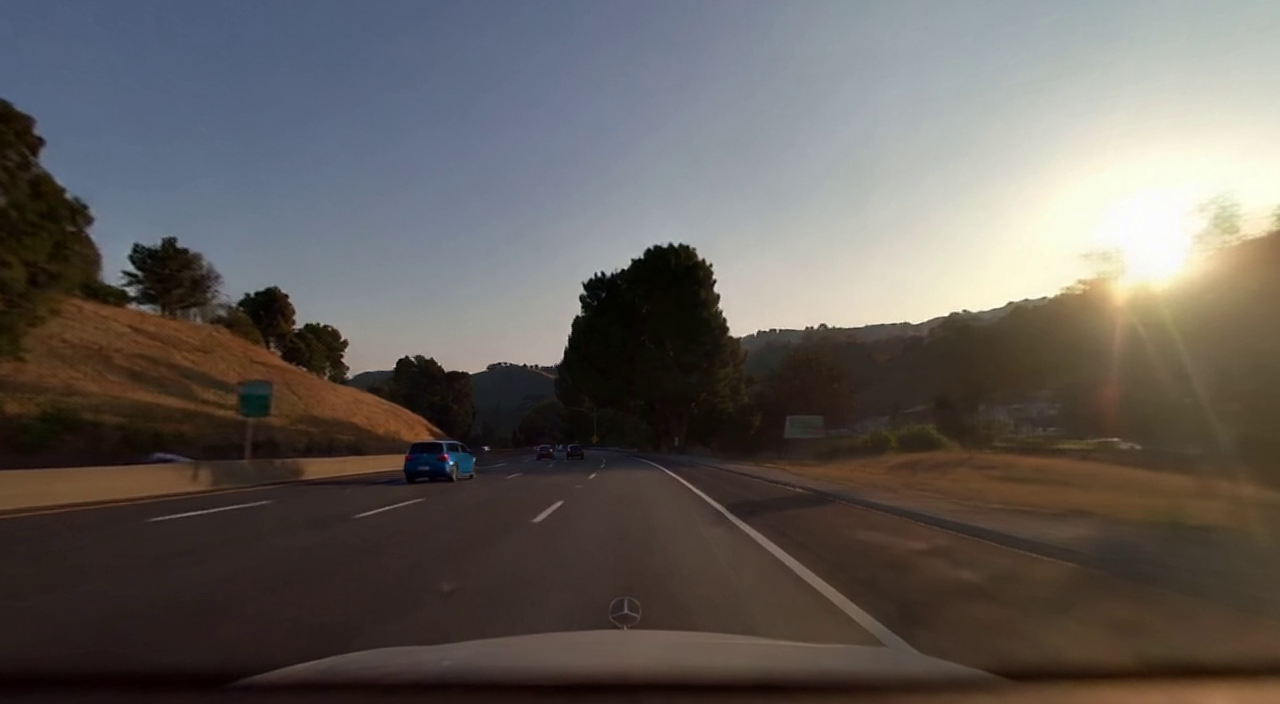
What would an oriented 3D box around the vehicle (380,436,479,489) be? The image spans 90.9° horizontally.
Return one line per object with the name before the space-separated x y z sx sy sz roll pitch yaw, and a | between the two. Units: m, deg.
vehicle | -7.546 4.002 23.150 2.046 1.712 4.533 0 -8 0
